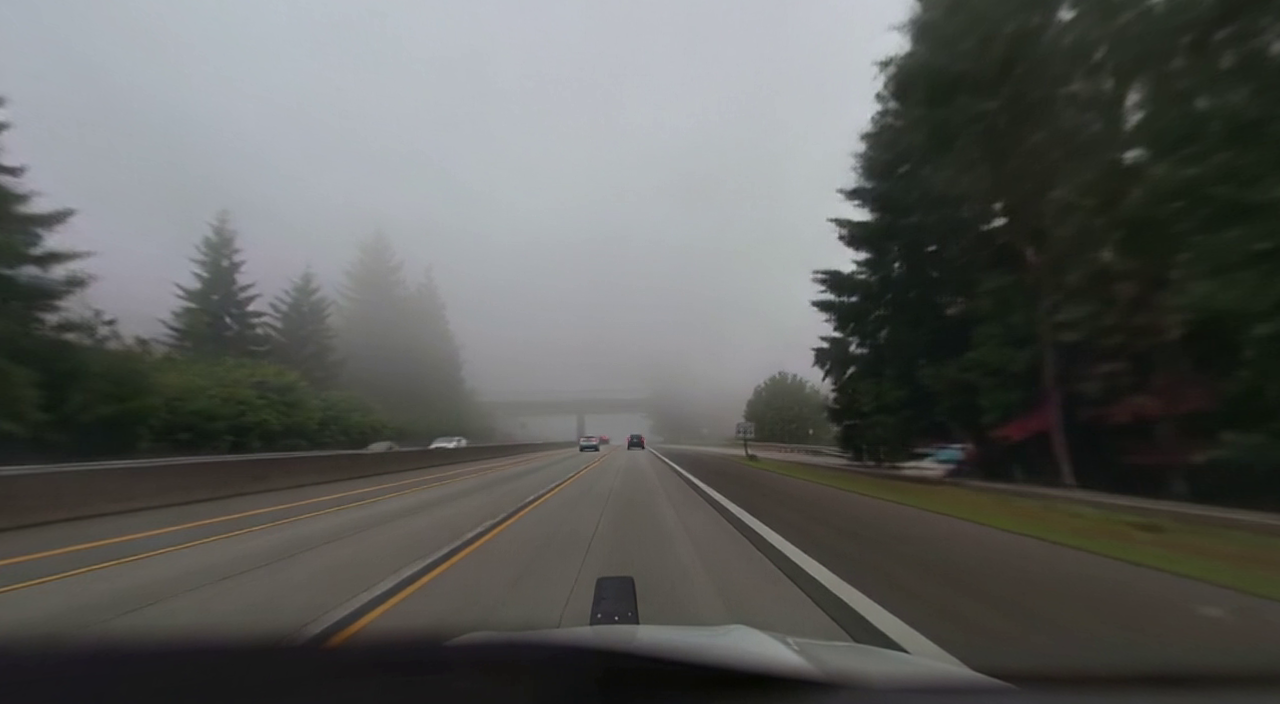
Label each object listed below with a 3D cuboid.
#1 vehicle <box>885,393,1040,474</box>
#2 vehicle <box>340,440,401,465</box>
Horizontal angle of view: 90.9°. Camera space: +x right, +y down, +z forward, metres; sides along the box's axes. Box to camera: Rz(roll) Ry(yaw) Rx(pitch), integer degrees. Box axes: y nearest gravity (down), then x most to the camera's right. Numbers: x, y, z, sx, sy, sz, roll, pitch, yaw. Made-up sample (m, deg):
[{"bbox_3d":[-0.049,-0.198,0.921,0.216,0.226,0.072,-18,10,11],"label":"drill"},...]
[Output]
[{"bbox_3d":[9.587,2.503,19.301,2.123,2.156,4.679,0,-7,-2],"label":"vehicle"},{"bbox_3d":[-16.726,6.237,39.375,1.953,1.463,4.370,0,-8,-1],"label":"vehicle"}]
